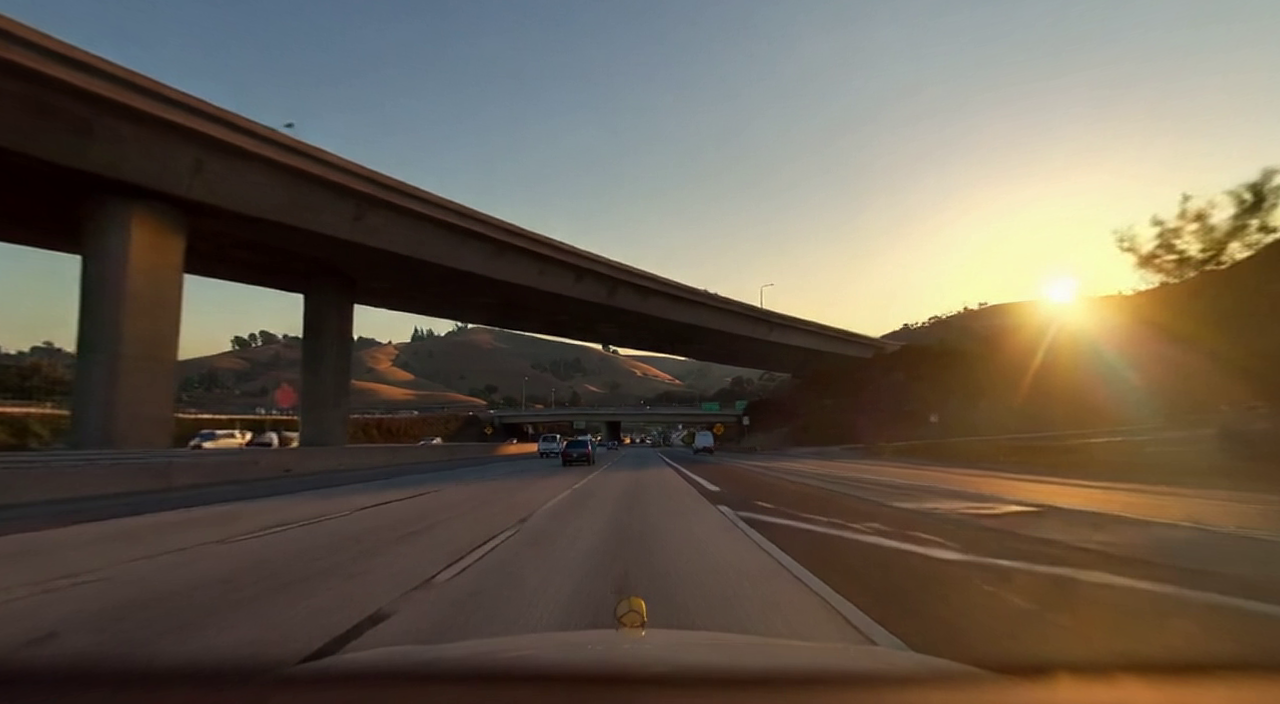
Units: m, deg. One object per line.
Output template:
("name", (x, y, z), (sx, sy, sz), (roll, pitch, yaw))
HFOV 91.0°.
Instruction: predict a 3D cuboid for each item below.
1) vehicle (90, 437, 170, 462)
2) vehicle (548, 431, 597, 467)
("vehicle", (-34.144, 6.525, 42.302), (1.753, 1.537, 4.193), (-1, -8, 2))
("vehicle", (-3.696, 5.465, 35.579), (2.144, 1.847, 4.850), (-1, -8, 1))
